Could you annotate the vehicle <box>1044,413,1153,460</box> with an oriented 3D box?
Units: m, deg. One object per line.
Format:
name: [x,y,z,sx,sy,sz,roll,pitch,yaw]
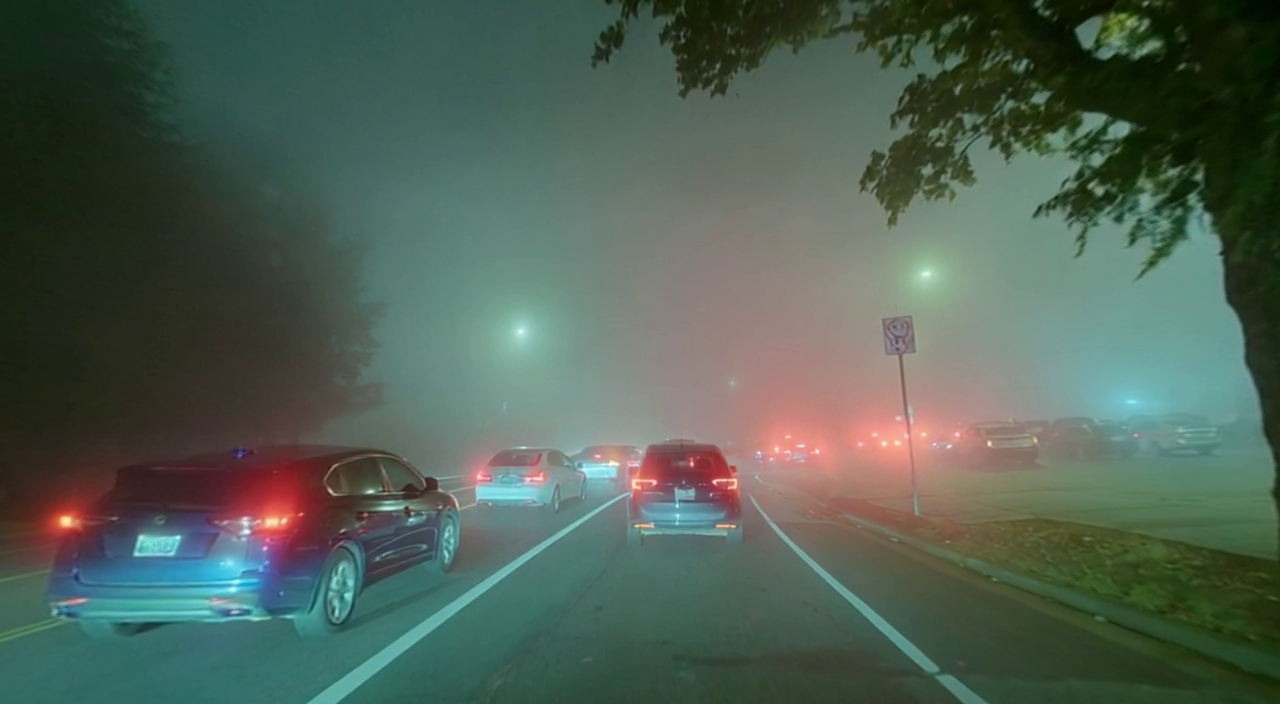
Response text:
vehicle: [17.760,3.313,24.632,1.803,1.518,3.893,-7,-9,11]

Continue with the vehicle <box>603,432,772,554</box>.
vehicle: [0.745,2.108,10.139,2.142,1.528,4.133,-1,-9,4]

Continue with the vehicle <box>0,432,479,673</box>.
vehicle: [-3.232,1.601,6.207,1.940,1.502,4.241,-1,-9,3]

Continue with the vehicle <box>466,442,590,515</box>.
vehicle: [-2.530,2.979,15.361,1.870,1.490,4.187,-1,-9,6]

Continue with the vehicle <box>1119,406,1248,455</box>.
vehicle: [20.421,3.001,23.925,1.902,1.529,3.937,-7,-9,13]

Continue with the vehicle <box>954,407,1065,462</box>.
vehicle: [14.426,3.314,24.969,2.288,1.933,4.612,-2,-9,11]
